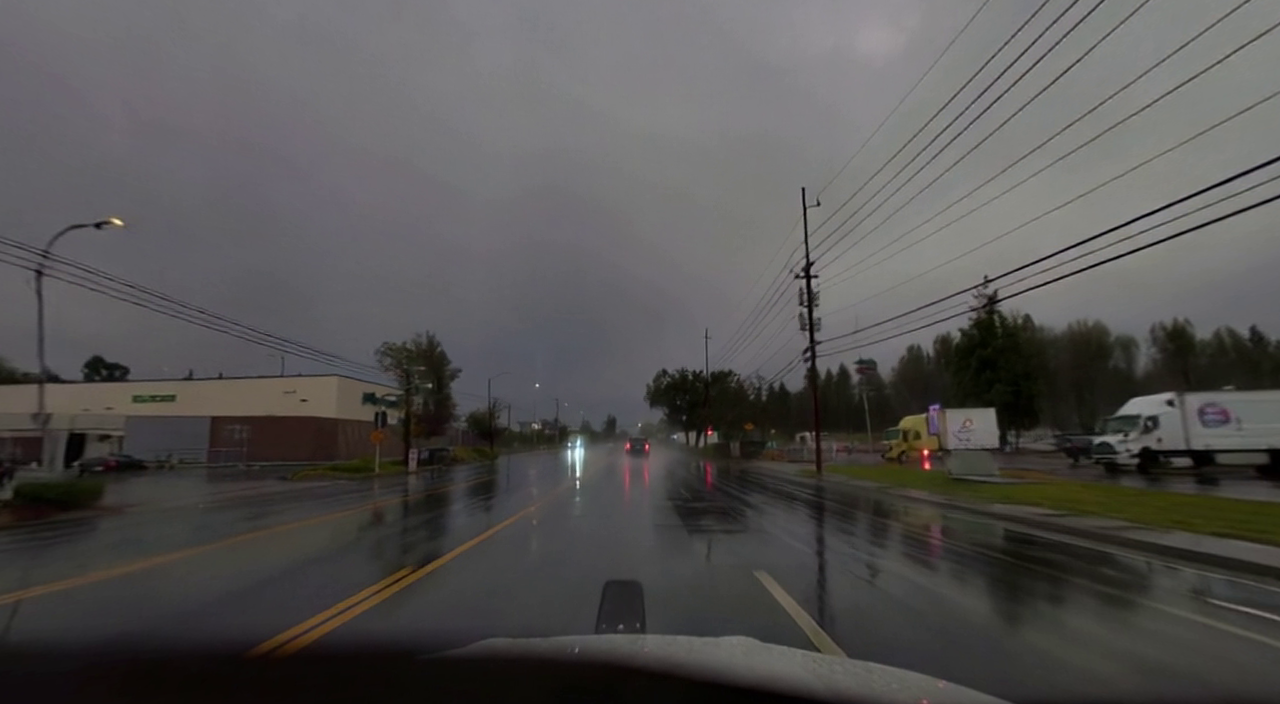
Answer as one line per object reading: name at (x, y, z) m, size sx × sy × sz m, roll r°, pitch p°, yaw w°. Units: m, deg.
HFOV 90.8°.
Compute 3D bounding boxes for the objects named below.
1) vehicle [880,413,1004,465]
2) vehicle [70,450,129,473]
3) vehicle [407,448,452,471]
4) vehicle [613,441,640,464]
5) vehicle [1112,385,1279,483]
vehicle at (22.135, 6.447, 46.604) m, size 7.478 × 3.666 × 2.863 m, roll 0°, pitch -8°, yaw 0°
vehicle at (-37.788, 7.638, 44.148) m, size 4.343 × 1.483 × 1.916 m, roll -6°, pitch -10°, yaw 34°
vehicle at (-16.151, 8.224, 48.621) m, size 1.936 × 1.555 × 4.533 m, roll -1°, pitch -8°, yaw 0°
vehicle at (-0.960, 7.467, 47.076) m, size 1.937 × 1.588 × 3.746 m, roll 0°, pitch -8°, yaw 0°
vehicle at (24.611, 3.304, 25.366) m, size 8.701 × 3.665 × 2.906 m, roll 0°, pitch -8°, yaw 1°
